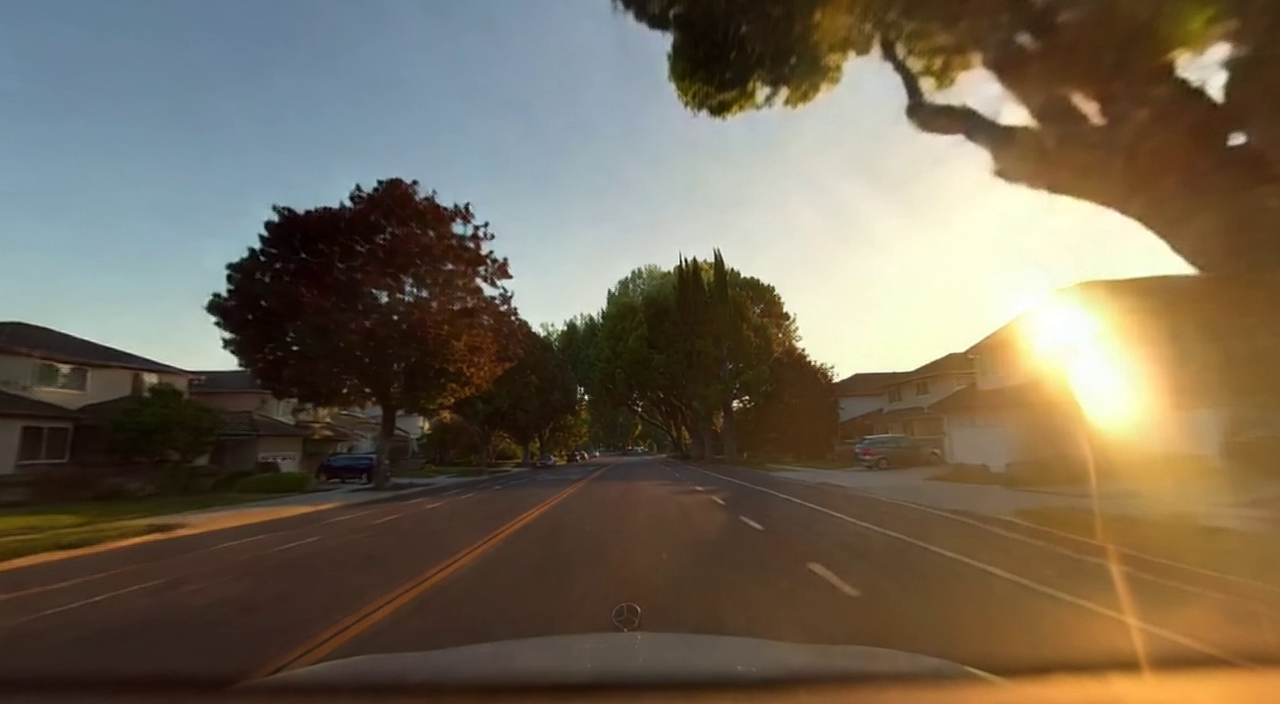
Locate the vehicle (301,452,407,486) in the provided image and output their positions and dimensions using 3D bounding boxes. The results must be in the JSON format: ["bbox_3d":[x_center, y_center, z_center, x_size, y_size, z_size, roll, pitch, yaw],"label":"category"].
[{"bbox_3d":[-15.660,6.412,34.763,4.859,1.780,2.031,-1,-9,2],"label":"vehicle"}]

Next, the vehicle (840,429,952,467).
[{"bbox_3d":[11.987,4.506,29.772,4.392,1.685,1.959,0,-8,-4],"label":"vehicle"}]
